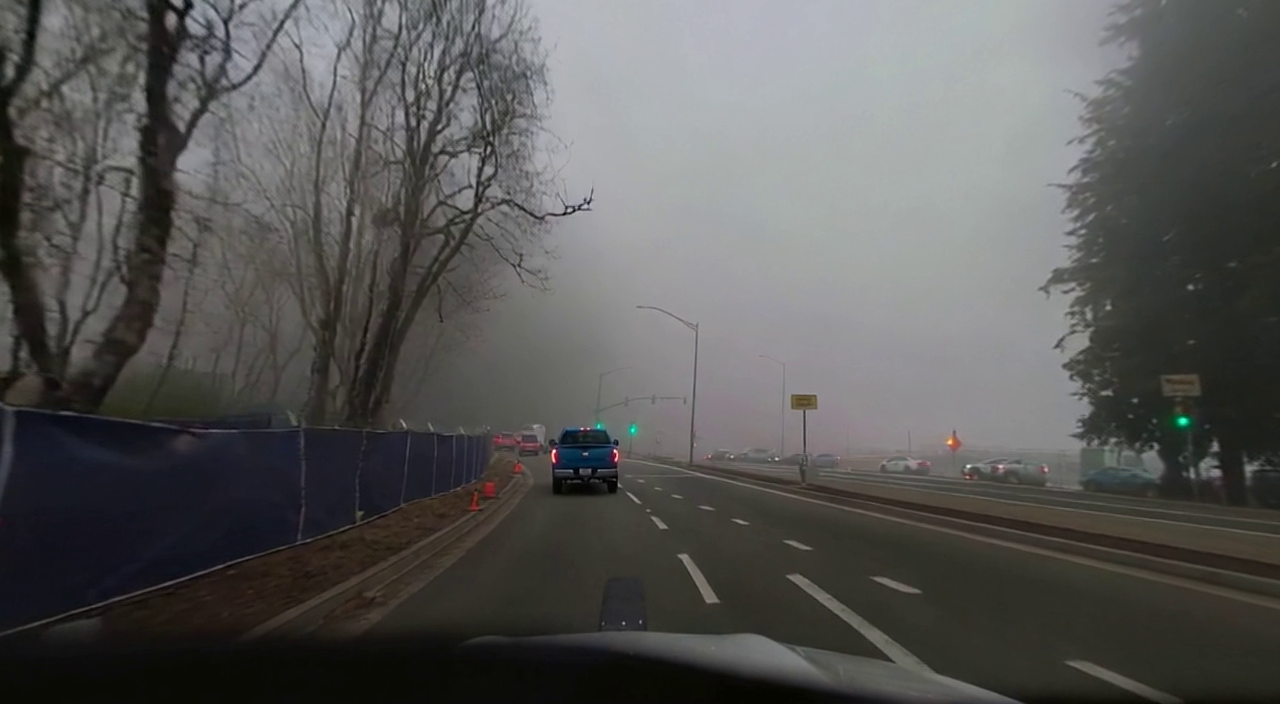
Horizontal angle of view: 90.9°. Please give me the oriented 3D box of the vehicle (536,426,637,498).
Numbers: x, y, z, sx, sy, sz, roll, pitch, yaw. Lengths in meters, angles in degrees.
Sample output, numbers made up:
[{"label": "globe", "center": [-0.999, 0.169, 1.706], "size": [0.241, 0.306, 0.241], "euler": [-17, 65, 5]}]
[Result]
[{"label": "vehicle", "center": [-1.571, 3.060, 17.953], "size": [2.436, 1.698, 5.322], "euler": [1, -9, -6]}]

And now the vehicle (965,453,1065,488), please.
[{"label": "vehicle", "center": [21.468, 6.769, 36.394], "size": [1.938, 1.781, 5.078], "euler": [1, -9, -11]}]

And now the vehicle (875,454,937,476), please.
[{"label": "vehicle", "center": [19.395, 8.242, 46.175], "size": [1.805, 1.494, 4.362], "euler": [2, -9, -14]}]

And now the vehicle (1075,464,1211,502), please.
[{"label": "vehicle", "center": [22.879, 5.944, 28.967], "size": [1.850, 1.470, 4.761], "euler": [2, -9, -10]}]
